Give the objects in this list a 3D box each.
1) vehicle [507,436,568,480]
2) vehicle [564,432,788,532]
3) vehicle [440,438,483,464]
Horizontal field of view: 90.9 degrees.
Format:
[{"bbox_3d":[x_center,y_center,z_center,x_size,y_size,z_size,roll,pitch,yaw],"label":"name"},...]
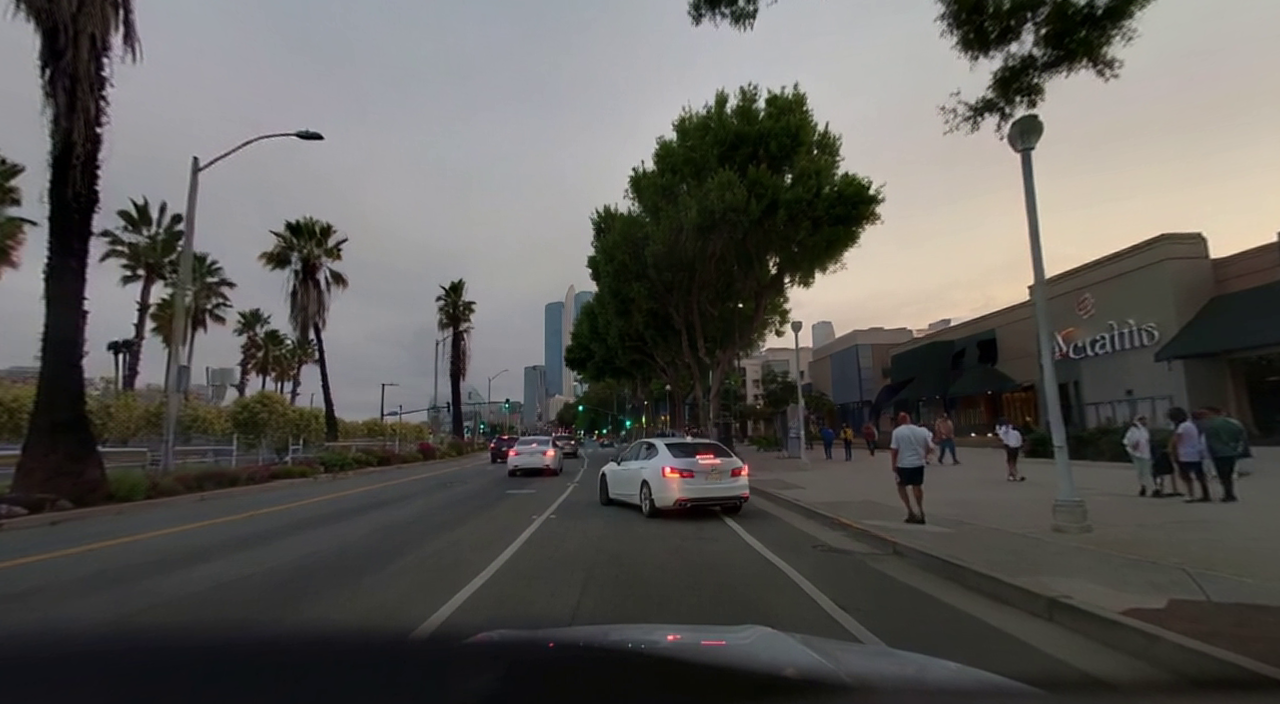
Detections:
[{"bbox_3d":[-4.073,4.277,25.645,2.039,1.628,4.331,0,-9,-4],"label":"vehicle"},{"bbox_3d":[0.411,2.332,11.976,1.930,1.477,4.657,5,-10,-30],"label":"vehicle"},{"bbox_3d":[-11.530,6.415,40.994,1.930,1.583,4.423,0,-9,-5],"label":"vehicle"}]
